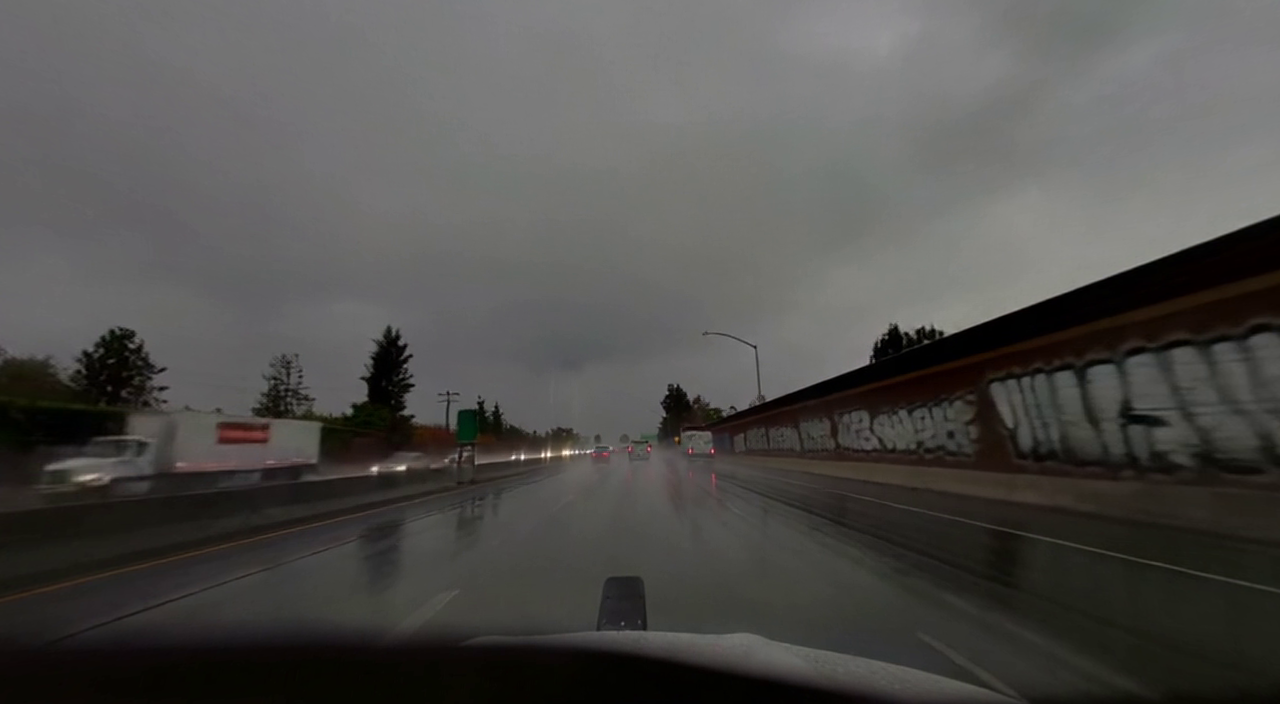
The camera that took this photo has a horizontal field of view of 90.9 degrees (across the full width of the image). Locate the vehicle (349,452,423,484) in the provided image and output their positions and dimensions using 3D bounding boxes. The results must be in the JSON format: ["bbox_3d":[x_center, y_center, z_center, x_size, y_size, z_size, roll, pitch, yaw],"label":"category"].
[{"bbox_3d":[-13.142,5.994,32.930,1.944,1.542,4.525,0,-9,0],"label":"vehicle"}]

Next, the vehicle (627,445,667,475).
[{"bbox_3d":[0.310,5.826,34.105,2.009,1.506,4.091,0,-9,-1],"label":"vehicle"}]

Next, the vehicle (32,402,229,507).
[{"bbox_3d":[-20.457,4.176,25.887,2.957,3.748,5.869,0,-9,0],"label":"vehicle"}]

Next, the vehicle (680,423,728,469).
[{"bbox_3d":[4.356,6.592,44.112,2.549,2.931,6.310,0,-9,-1],"label":"vehicle"}]
